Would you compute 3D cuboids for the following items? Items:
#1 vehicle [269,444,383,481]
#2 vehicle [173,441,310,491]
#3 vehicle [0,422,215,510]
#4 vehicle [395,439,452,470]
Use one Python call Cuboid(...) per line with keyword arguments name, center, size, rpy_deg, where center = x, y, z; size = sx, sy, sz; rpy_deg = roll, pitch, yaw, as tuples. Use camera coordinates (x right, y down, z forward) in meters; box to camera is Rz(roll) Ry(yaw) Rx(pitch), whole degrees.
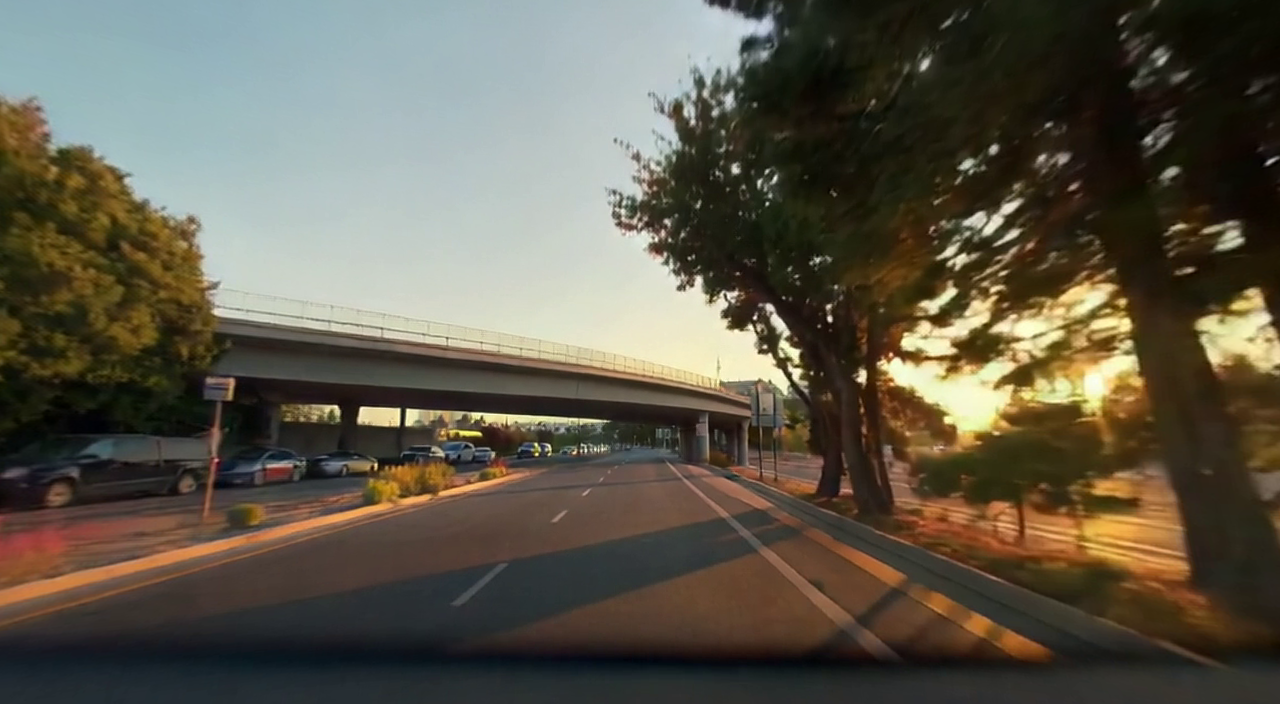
Cuboid(name="vehicle", center=(-13.885, 4.890, 28.389), size=(2.155, 1.477, 5.369), rpy_deg=(-1, -8, 3))
Cuboid(name="vehicle", center=(-13.989, 4.027, 22.521), size=(1.908, 1.559, 4.301), rpy_deg=(0, -9, 2))
Cuboid(name="vehicle", center=(-14.360, 2.993, 16.860), size=(2.074, 1.910, 5.314), rpy_deg=(2, -10, 2))
Cuboid(name="vehicle", center=(-13.372, 6.360, 39.337), size=(1.903, 1.703, 4.346), rpy_deg=(2, -9, 1))
